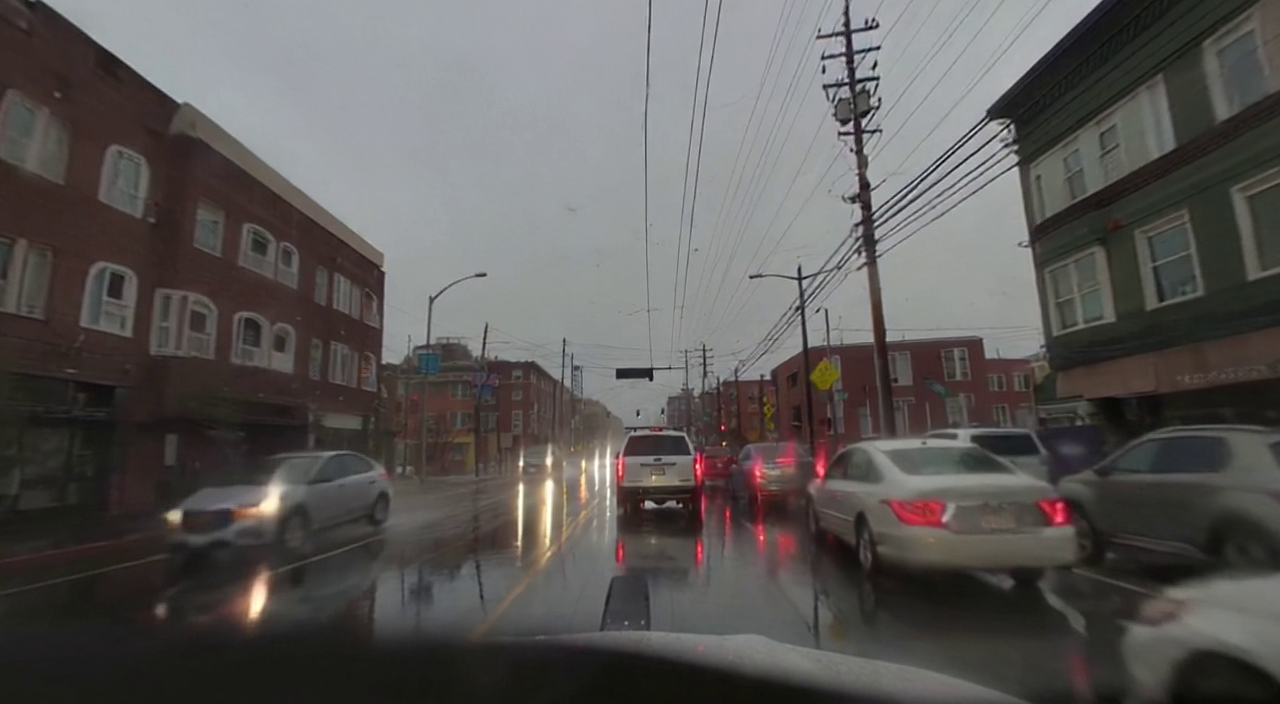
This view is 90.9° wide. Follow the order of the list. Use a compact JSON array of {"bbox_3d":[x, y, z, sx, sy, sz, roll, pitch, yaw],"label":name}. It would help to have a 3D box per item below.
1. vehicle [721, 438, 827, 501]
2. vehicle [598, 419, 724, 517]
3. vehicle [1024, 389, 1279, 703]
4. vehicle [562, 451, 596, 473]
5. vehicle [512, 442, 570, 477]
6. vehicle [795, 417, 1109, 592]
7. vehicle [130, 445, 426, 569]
[{"bbox_3d":[3.381,3.039,16.811,1.970,1.452,4.227,0,-8,1],"label":"vehicle"},{"bbox_3d":[0.371,2.351,13.277,2.232,1.736,4.036,0,-8,0],"label":"vehicle"},{"bbox_3d":[3.120,0.698,0.863,2.116,1.487,4.988,0,-8,1],"label":"vehicle"},{"bbox_3d":[-4.720,8.623,49.519,2.014,1.538,4.275,-1,-8,3],"label":"vehicle"},{"bbox_3d":[-5.171,5.655,33.495,2.215,1.703,4.614,0,-8,2],"label":"vehicle"},{"bbox_3d":[3.352,1.684,7.842,1.906,1.578,4.020,0,-8,1],"label":"vehicle"},{"bbox_3d":[-5.244,2.246,10.075,1.966,1.470,4.528,0,-8,1],"label":"vehicle"}]
